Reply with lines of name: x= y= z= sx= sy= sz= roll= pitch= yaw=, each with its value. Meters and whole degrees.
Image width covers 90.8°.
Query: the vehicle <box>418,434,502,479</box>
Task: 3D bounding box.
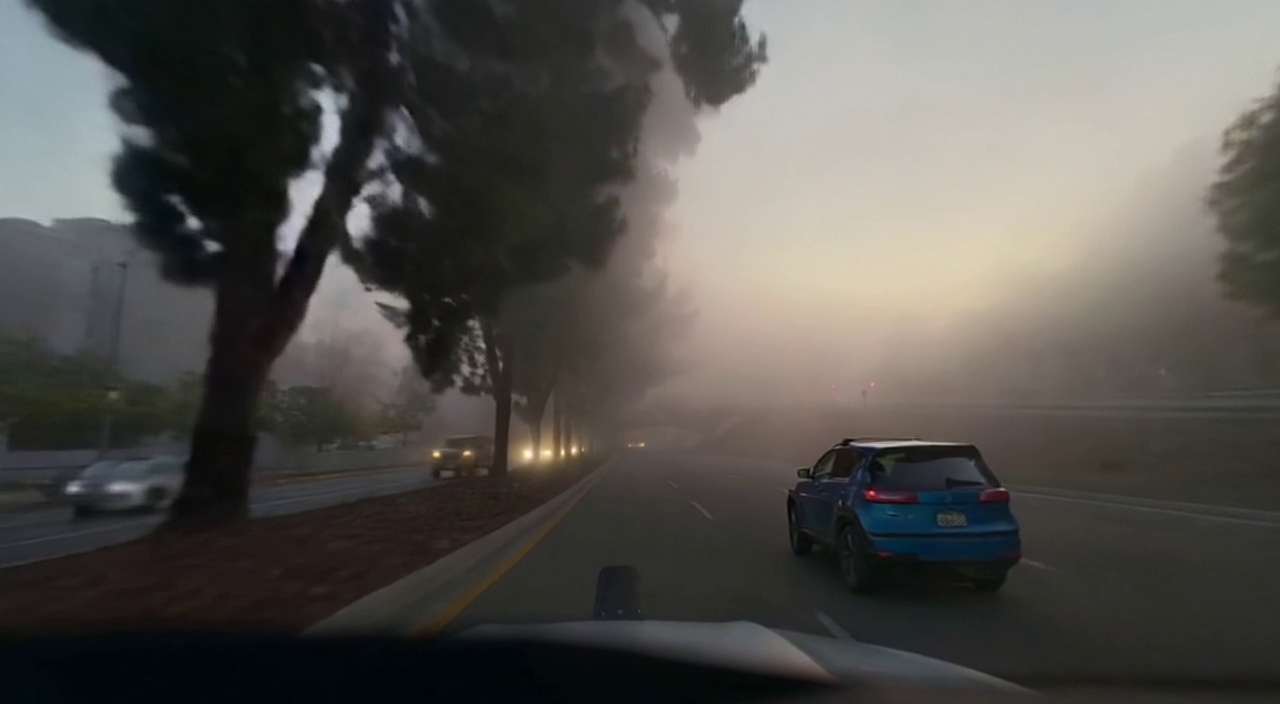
vehicle: x=-8.582 y=5.035 z=30.805 sx=2.312 sy=1.970 sz=5.878 roll=0 pitch=-8 yaw=1

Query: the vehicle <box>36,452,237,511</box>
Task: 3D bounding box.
vehicle: x=-15.350 y=3.928 z=19.756 sx=2.167 sy=1.506 sz=4.924 roll=0 pitch=-8 yaw=1
